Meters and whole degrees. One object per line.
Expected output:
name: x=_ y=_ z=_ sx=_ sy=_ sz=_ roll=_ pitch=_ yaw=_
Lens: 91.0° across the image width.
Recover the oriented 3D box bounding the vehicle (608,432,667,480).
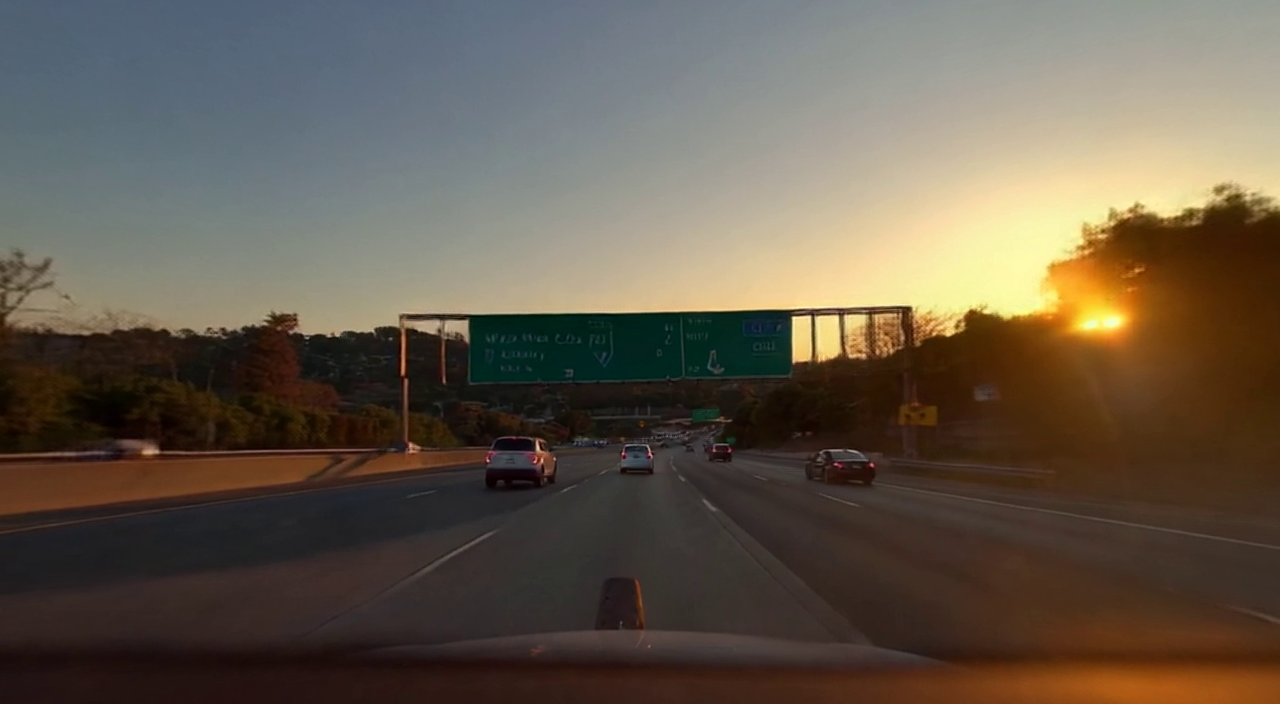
vehicle: x=-0.074 y=4.418 z=26.923 sx=2.270 sy=1.862 sz=4.949 roll=0 pitch=-9 yaw=1

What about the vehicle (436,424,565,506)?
vehicle: x=-3.281 y=2.771 z=15.809 sx=2.142 sy=1.759 sz=4.297 roll=0 pitch=-9 yaw=1

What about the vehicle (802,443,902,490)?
vehicle: x=7.234 y=3.943 z=22.017 sx=1.936 sy=1.480 sz=4.373 roll=0 pitch=-9 yaw=0

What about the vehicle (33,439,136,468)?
vehicle: x=-33.688 y=6.157 z=38.365 sx=1.934 sy=1.644 sz=4.487 roll=-1 pitch=-9 yaw=4

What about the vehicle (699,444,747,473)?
vehicle: x=4.400 y=5.721 z=34.042 sx=2.005 sy=1.456 sz=4.287 roll=0 pitch=-9 yaw=0
